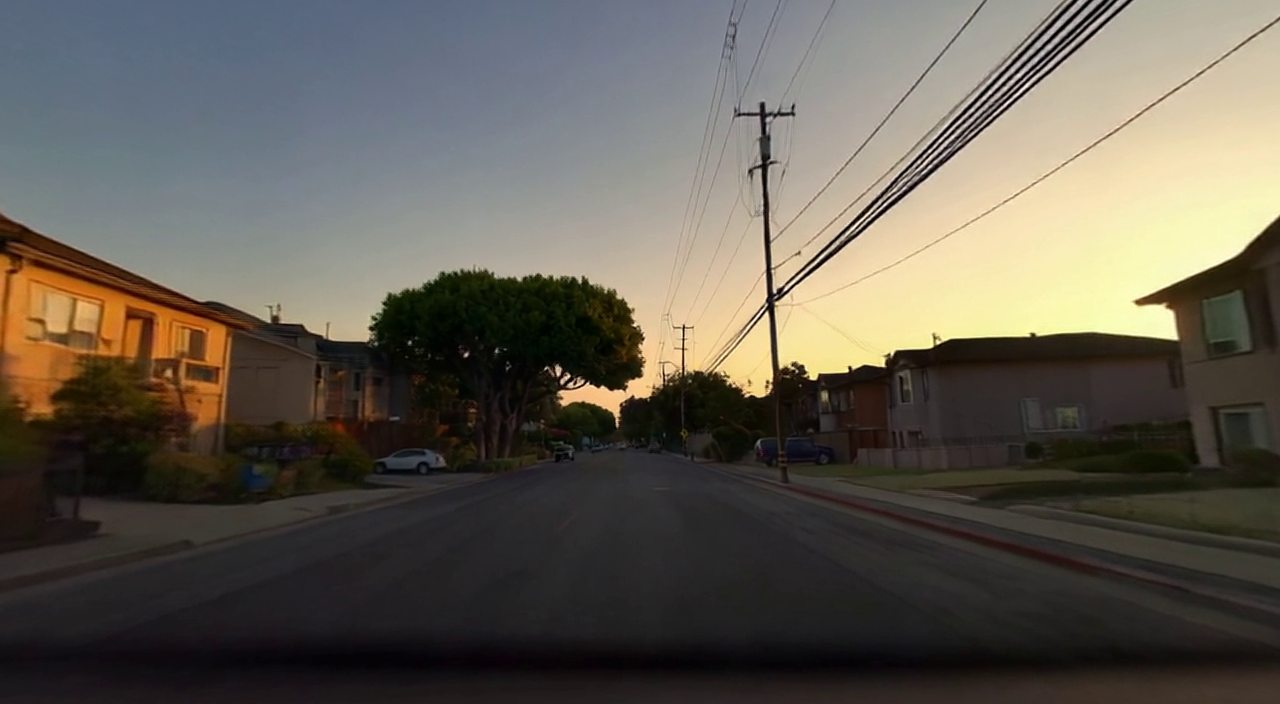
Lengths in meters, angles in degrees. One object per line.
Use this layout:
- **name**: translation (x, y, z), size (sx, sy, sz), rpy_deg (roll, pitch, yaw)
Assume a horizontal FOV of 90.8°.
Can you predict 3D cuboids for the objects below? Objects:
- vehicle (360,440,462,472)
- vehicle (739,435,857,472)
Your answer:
- **vehicle**: translation (-11.437, 5.213, 31.748), size (4.371, 1.482, 1.954), rpy_deg (1, -8, -3)
- **vehicle**: translation (8.684, 5.644, 35.289), size (5.890, 1.896, 2.459), rpy_deg (-1, -8, 0)
